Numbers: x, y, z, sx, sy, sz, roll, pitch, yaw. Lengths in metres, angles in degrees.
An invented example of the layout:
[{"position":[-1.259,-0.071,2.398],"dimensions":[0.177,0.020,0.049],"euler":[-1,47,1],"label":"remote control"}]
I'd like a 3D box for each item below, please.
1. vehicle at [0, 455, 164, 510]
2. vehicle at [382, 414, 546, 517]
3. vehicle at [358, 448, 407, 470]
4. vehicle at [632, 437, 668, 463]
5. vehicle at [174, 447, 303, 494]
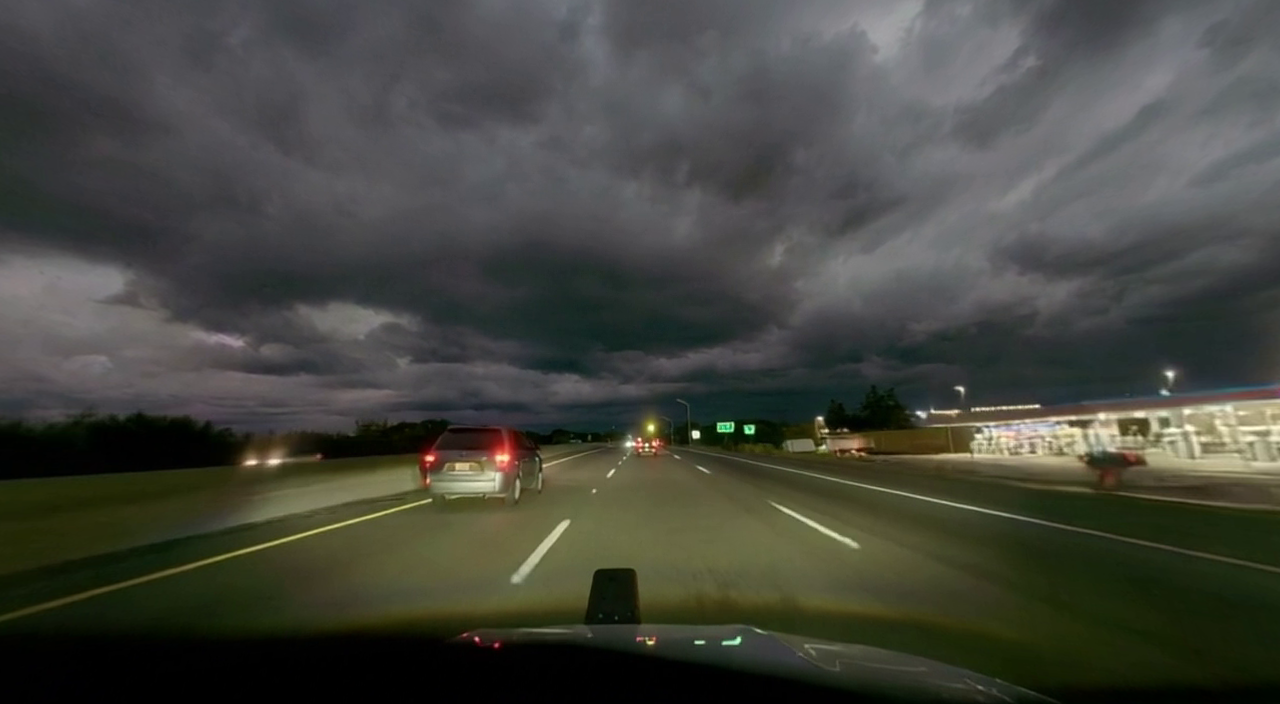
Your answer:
[{"position":[-19.491,4.508,22.218],"dimensions":[1.803,1.546,4.649],"euler":[0,-8,-1],"label":"vehicle"},{"position":[-3.343,2.231,13.013],"dimensions":[2.061,1.732,4.457],"euler":[0,-8,0],"label":"vehicle"},{"position":[-19.466,8.100,47.757],"dimensions":[2.015,1.482,4.116],"euler":[0,-8,-1],"label":"vehicle"},{"position":[0.553,6.291,40.702],"dimensions":[2.151,1.550,4.694],"euler":[0,-8,-1],"label":"vehicle"},{"position":[-15.711,4.616,24.977],"dimensions":[2.296,1.613,4.295],"euler":[0,-8,-1],"label":"vehicle"}]
